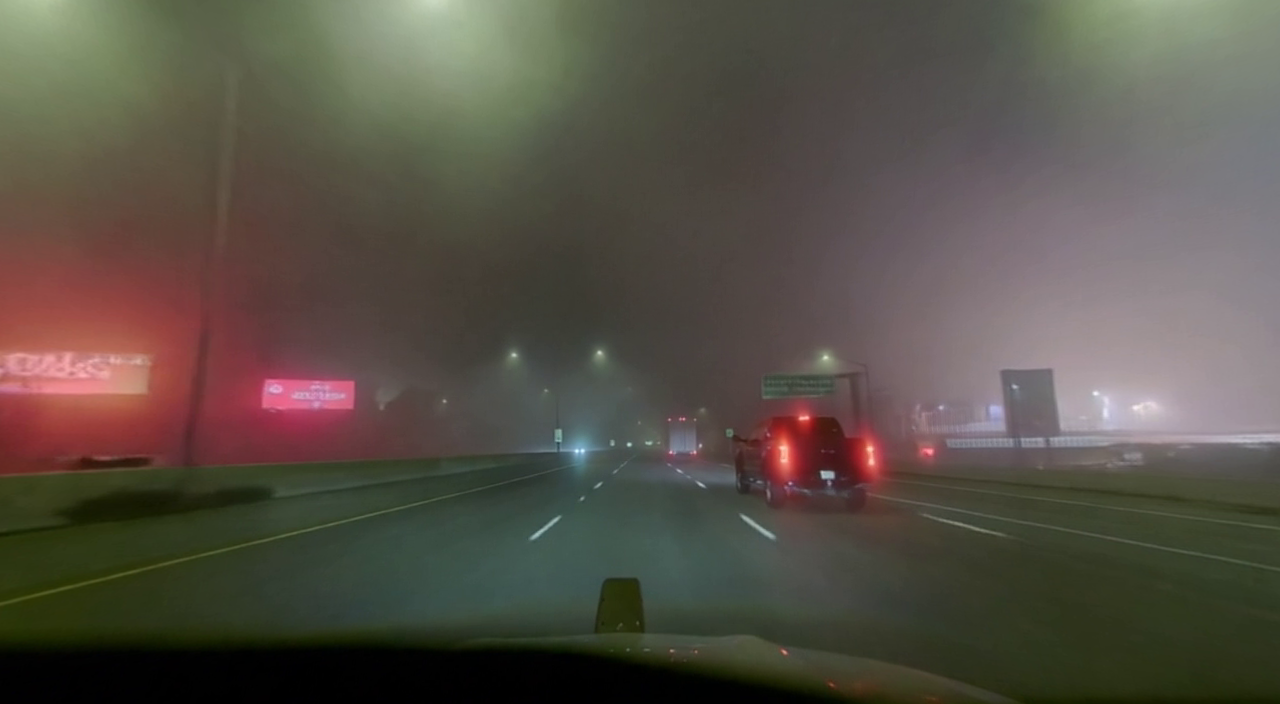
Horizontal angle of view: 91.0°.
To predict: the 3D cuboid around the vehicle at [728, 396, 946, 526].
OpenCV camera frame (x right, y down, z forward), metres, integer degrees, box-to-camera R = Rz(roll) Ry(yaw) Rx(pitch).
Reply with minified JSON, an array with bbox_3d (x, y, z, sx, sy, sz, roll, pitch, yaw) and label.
[{"bbox_3d":[3.733,2.305,13.743,2.740,2.157,6.300,0,-9,0],"label":"vehicle"}]
